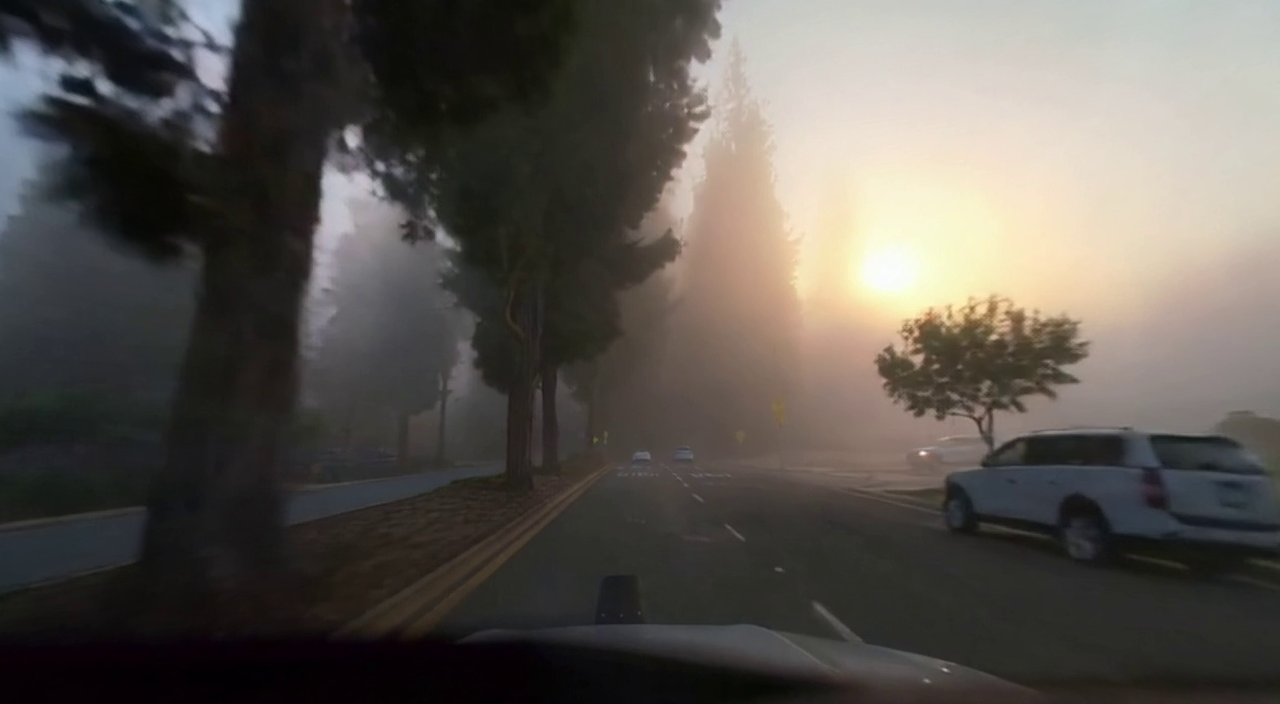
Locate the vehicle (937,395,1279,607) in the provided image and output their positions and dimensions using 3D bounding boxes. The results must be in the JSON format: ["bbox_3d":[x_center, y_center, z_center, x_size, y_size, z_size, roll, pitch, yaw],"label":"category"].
[{"bbox_3d":[6.509,1.791,8.643,2.081,1.967,5.211,0,-9,-3],"label":"vehicle"}]

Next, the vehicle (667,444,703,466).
[{"bbox_3d":[3.158,7.376,45.356,2.142,1.501,4.273,0,-9,-1],"label":"vehicle"}]
